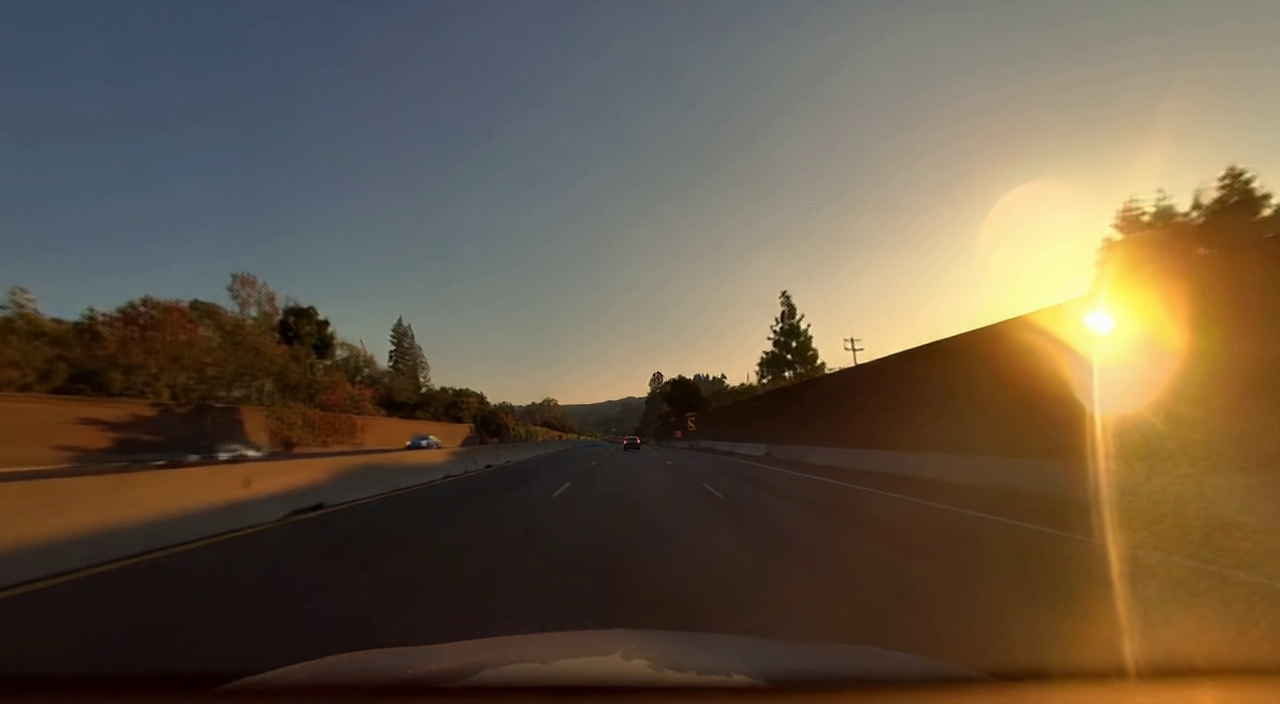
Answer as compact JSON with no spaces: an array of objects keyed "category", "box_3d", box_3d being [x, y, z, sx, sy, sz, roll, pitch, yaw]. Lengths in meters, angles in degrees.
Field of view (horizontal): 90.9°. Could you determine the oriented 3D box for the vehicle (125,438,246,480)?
[{"category":"vehicle","box_3d":[-17.105,4.002,23.968,1.832,1.438,3.798,0,-8,-2]}]
